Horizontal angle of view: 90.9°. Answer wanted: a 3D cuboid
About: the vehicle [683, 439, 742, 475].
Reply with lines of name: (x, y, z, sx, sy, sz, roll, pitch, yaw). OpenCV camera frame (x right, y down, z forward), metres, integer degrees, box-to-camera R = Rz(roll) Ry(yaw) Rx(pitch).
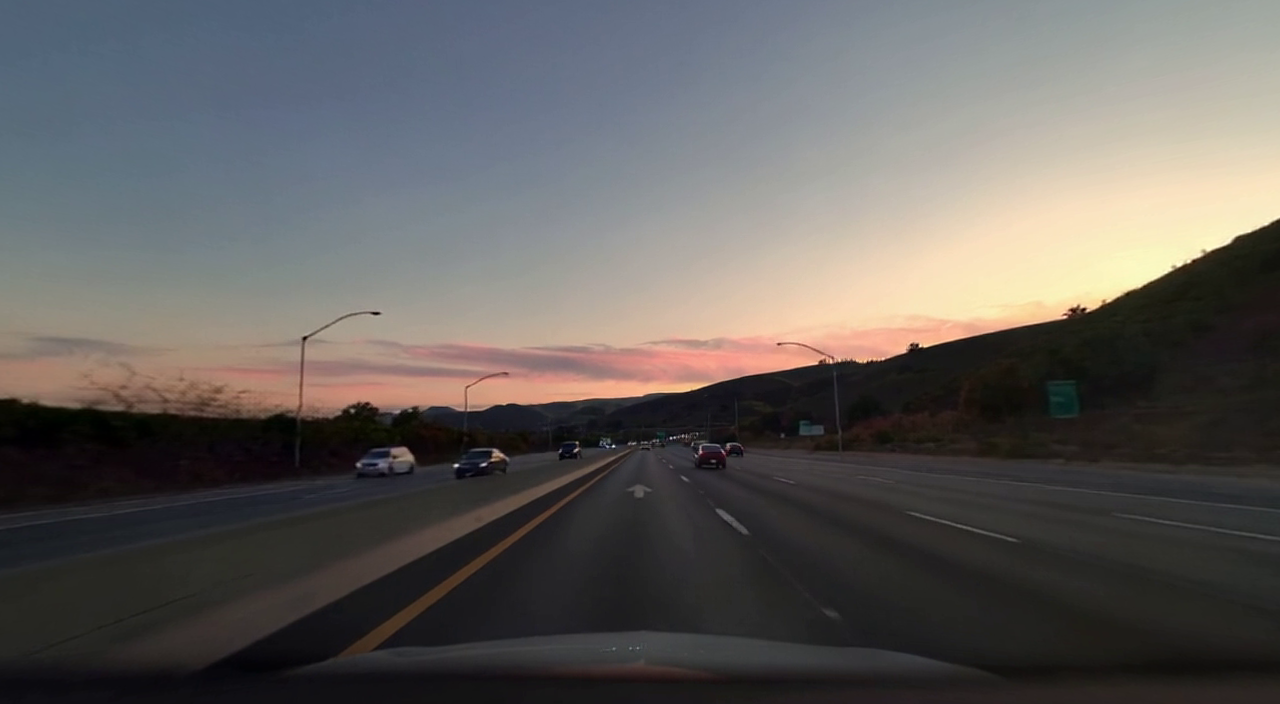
vehicle: (3.086, 4.587, 27.767, 2.044, 1.444, 4.216, 0, -8, 0)

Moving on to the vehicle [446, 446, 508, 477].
vehicle: (-8.692, 5.854, 34.066, 2.068, 1.494, 4.604, 0, -8, 1)

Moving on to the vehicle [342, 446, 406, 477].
vehicle: (-15.628, 6.434, 37.298, 1.972, 1.685, 4.032, 0, -8, 1)
